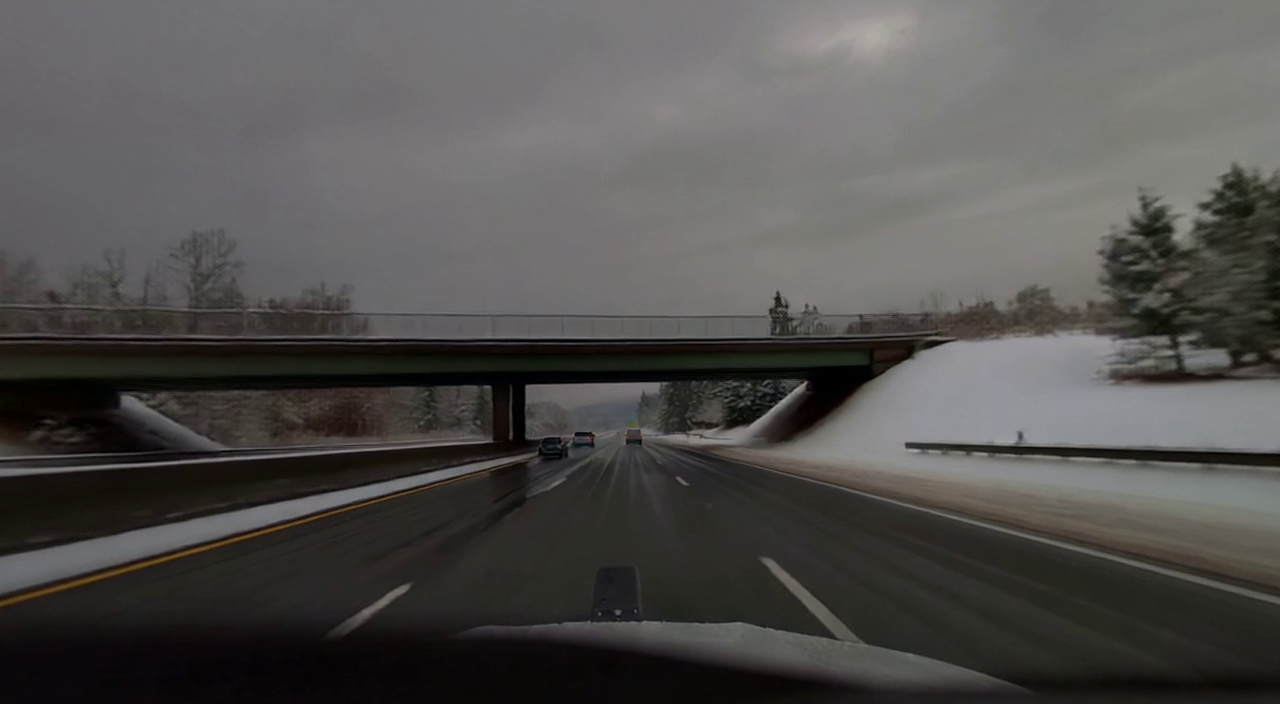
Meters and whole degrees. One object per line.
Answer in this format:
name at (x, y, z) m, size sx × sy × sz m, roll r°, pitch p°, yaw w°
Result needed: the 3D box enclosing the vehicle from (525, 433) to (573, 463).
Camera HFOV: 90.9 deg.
vehicle at (-4.717, 5.018, 33.125) m, size 1.933 × 1.473 × 4.023 m, roll 0°, pitch -8°, yaw 0°
